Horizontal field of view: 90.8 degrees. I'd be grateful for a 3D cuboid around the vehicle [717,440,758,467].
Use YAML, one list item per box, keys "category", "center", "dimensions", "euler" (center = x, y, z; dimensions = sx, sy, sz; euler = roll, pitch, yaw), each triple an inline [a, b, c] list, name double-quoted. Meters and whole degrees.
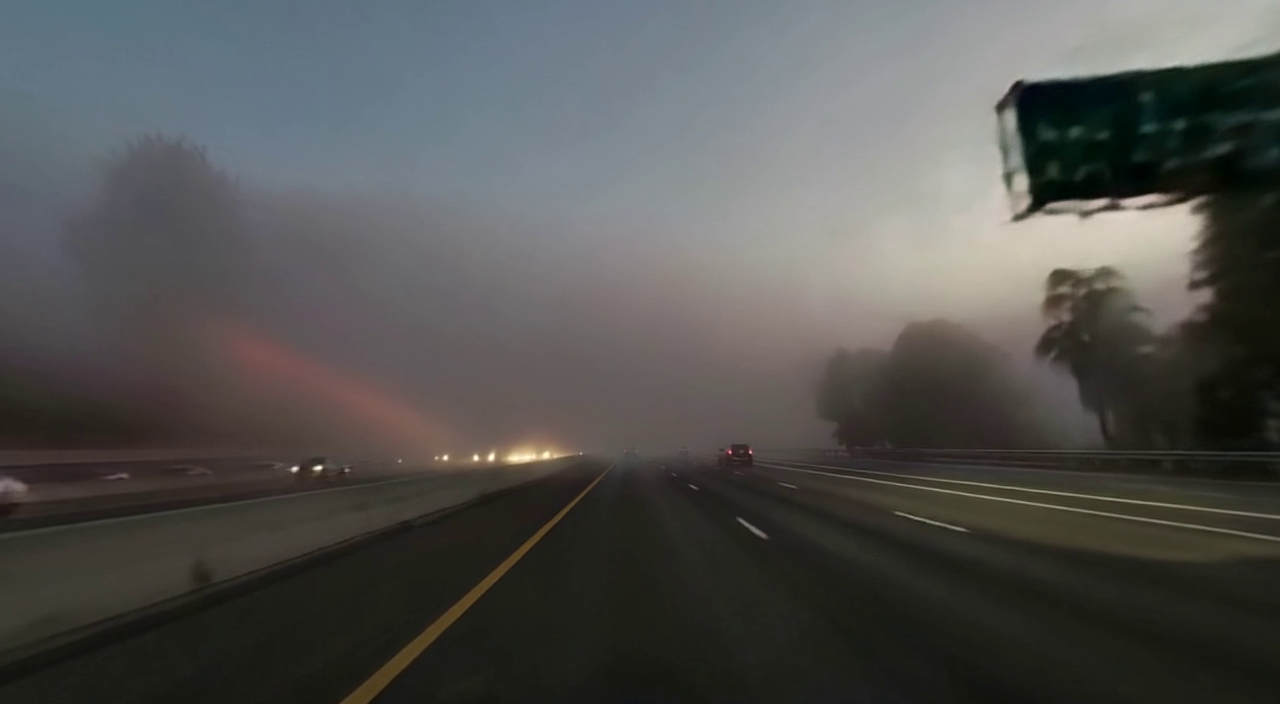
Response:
- category: "vehicle"
  center: [6.556, 6.899, 42.995]
  dimensions: [2.030, 1.706, 4.279]
  euler: [0, -9, -1]
